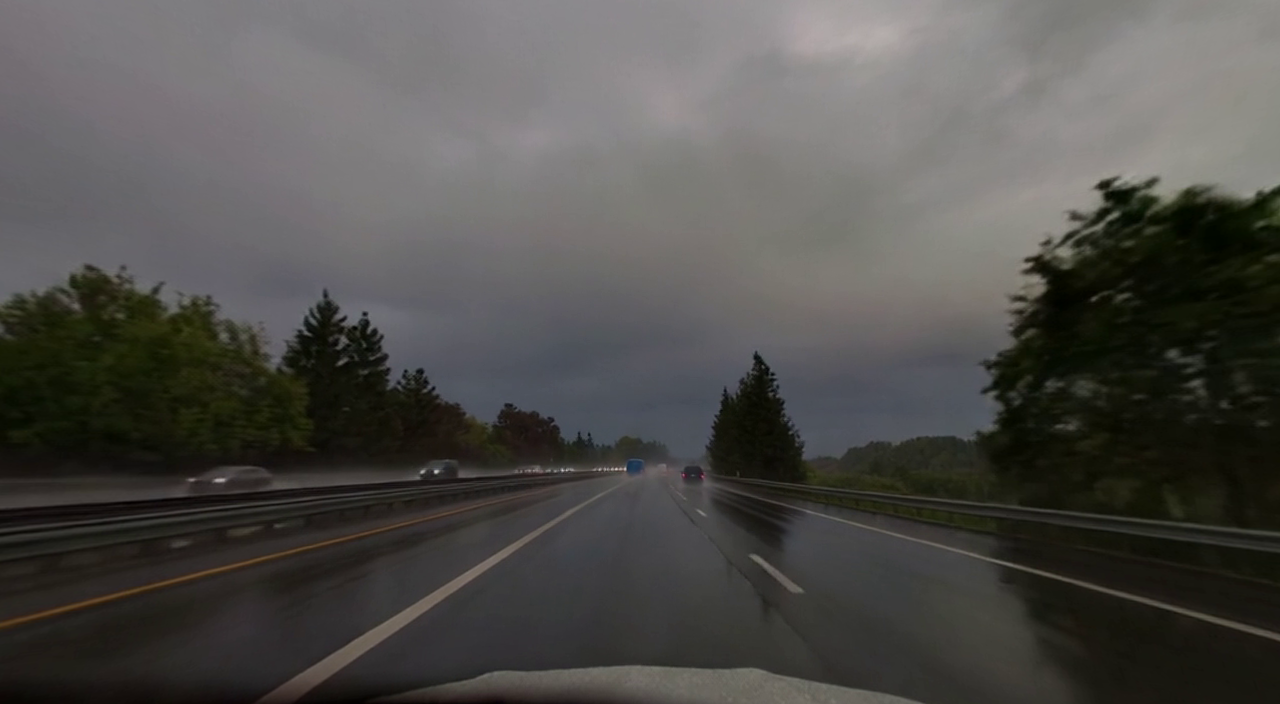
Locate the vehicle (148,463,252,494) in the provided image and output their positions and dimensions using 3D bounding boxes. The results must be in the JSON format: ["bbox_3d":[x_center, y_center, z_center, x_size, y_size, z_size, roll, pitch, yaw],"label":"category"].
[{"bbox_3d":[-20.672,5.950,29.833,1.917,1.373,4.065,0,-10,2],"label":"vehicle"}]
